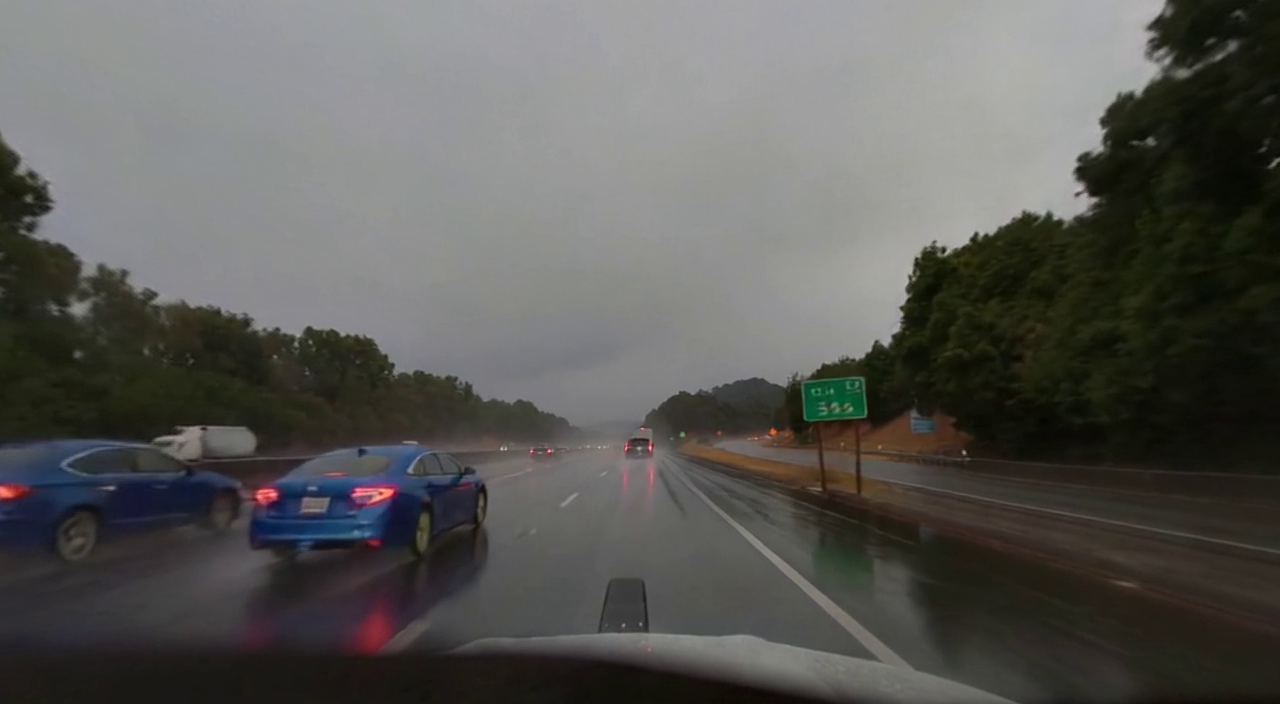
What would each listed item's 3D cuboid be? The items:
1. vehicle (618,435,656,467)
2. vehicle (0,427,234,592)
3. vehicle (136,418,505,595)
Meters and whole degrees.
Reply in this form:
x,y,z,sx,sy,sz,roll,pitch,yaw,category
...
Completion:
x,y,z,sx,sy,sz,roll,pitch,yaw,category
-0.139,6.270,40.127,2.309,1.915,5.130,0,-8,1,vehicle
-6.942,1.599,6.734,2.009,1.519,4.697,-1,-8,1,vehicle
-3.458,1.783,8.338,2.139,1.589,5.102,0,-8,1,vehicle
